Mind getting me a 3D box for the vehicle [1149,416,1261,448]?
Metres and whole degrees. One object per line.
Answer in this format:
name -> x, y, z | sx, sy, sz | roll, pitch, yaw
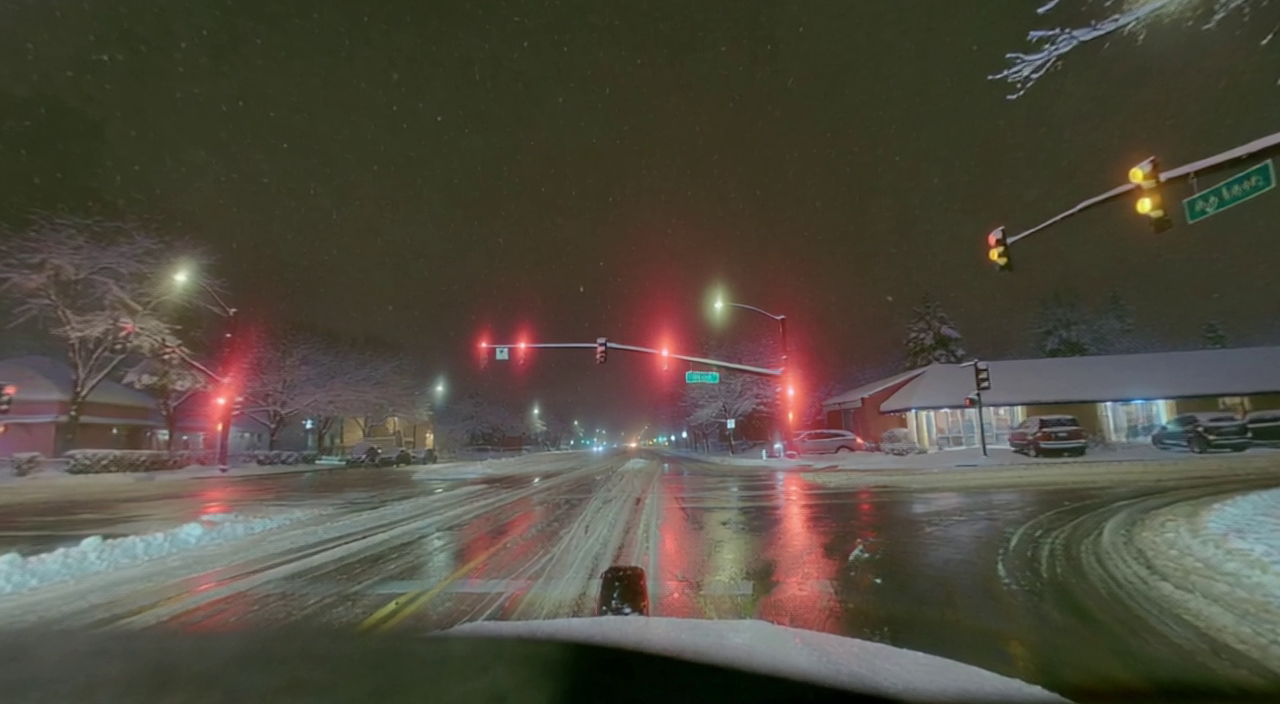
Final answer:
vehicle -> 28.259, 4.075, 31.724 | 1.799, 1.459, 4.266 | 0, -8, 3
